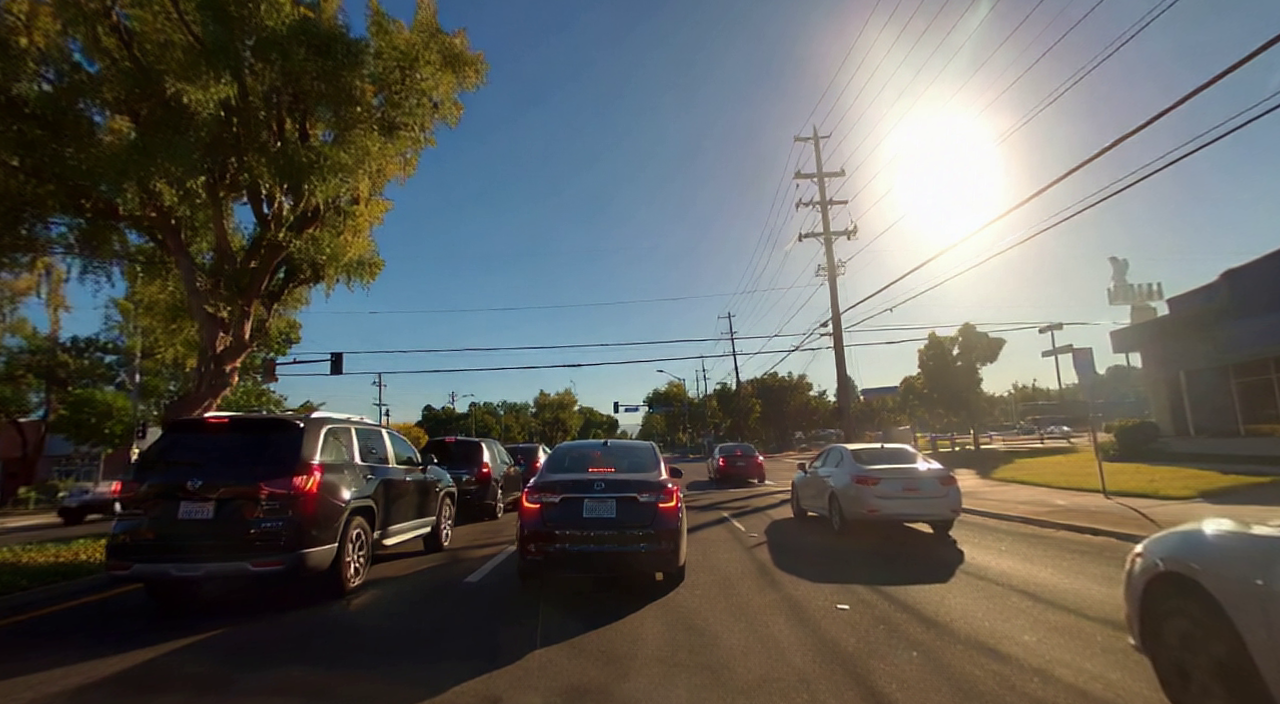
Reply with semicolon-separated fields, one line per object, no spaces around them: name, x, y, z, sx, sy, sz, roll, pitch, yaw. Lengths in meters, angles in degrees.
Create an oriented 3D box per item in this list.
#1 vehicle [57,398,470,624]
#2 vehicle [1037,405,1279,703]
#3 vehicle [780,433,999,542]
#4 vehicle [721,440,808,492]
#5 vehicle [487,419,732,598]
vehicle;-3.434;1.526;6.997;1.979;1.697;4.254;0;-9;-1
vehicle;3.604;0.848;1.823;1.929;1.479;4.723;0;-9;1
vehicle;3.921;2.195;10.900;1.909;1.473;4.361;0;-9;-1
vehicle;3.804;3.557;20.039;1.876;1.456;4.025;0;-9;-1
vehicle;-0.318;1.632;7.396;2.097;1.511;3.809;0;-9;-2
